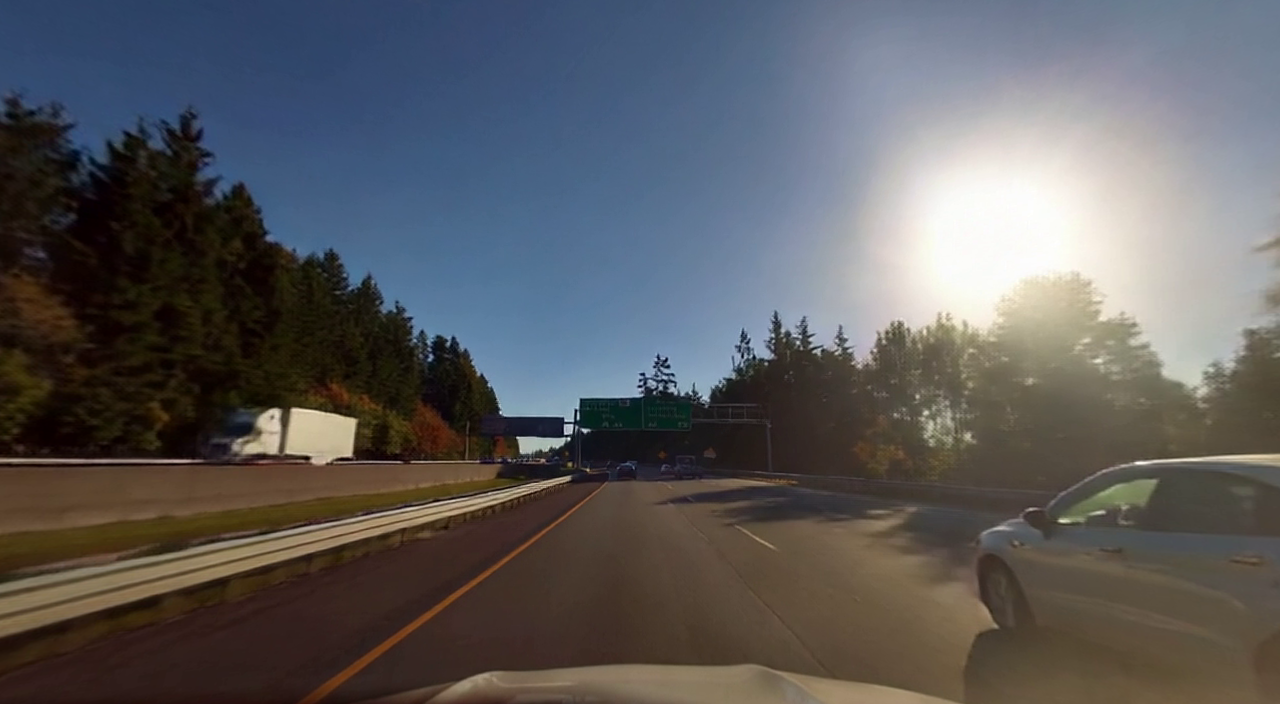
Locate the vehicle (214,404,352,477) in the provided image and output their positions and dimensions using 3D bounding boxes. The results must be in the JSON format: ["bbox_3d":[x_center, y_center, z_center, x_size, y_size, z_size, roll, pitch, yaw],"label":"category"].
[{"bbox_3d":[-21.608,5.667,39.069,3.104,3.928,9.331,1,-10,-2],"label":"vehicle"}]

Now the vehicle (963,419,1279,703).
[{"bbox_3d":[3.955,1.267,3.408,2.132,1.662,4.180,1,-10,-1],"label":"vehicle"}]
